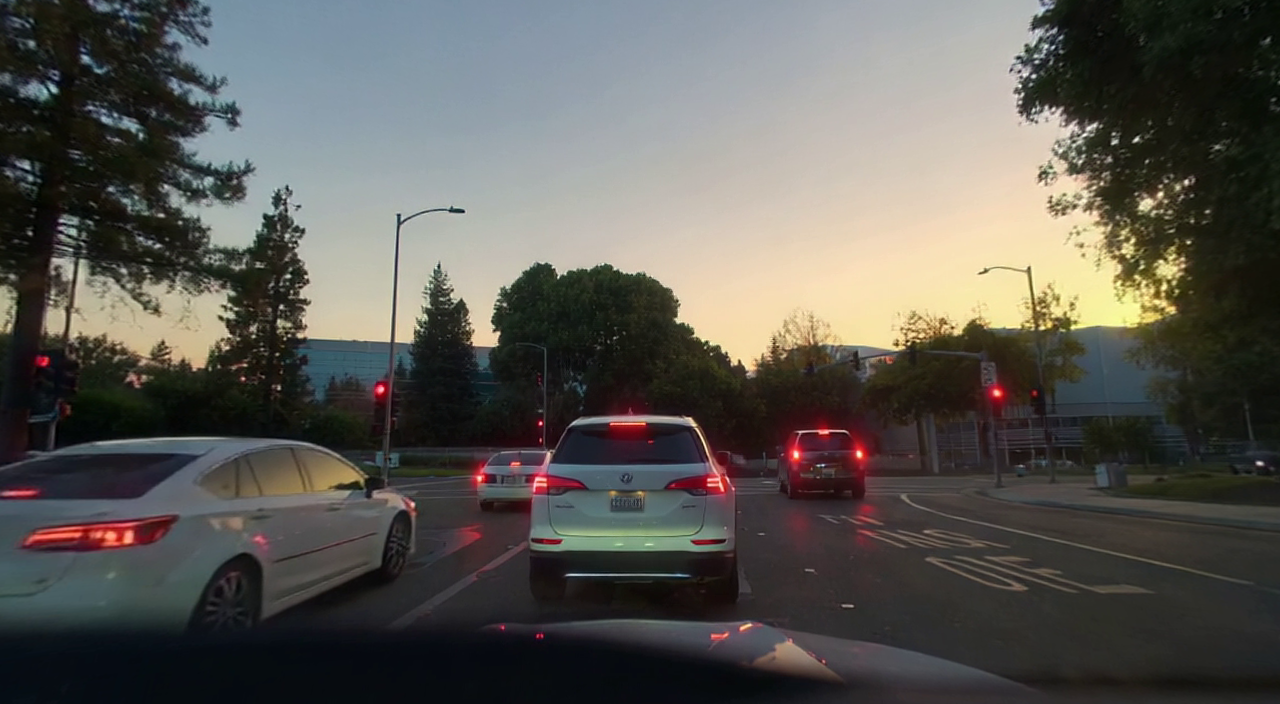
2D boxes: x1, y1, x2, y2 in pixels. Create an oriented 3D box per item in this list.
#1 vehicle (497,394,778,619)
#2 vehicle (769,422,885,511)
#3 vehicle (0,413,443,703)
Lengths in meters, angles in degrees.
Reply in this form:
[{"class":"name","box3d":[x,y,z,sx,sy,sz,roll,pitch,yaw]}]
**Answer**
[{"class":"vehicle","box3d":[-0.041,1.529,7.183,2.203,1.757,4.286,0,-8,-1]},{"class":"vehicle","box3d":[4.812,2.994,16.921,2.084,2.053,4.073,-1,-8,4]},{"class":"vehicle","box3d":[-3.322,1.333,5.088,1.913,1.453,4.413,0,-8,2]}]
